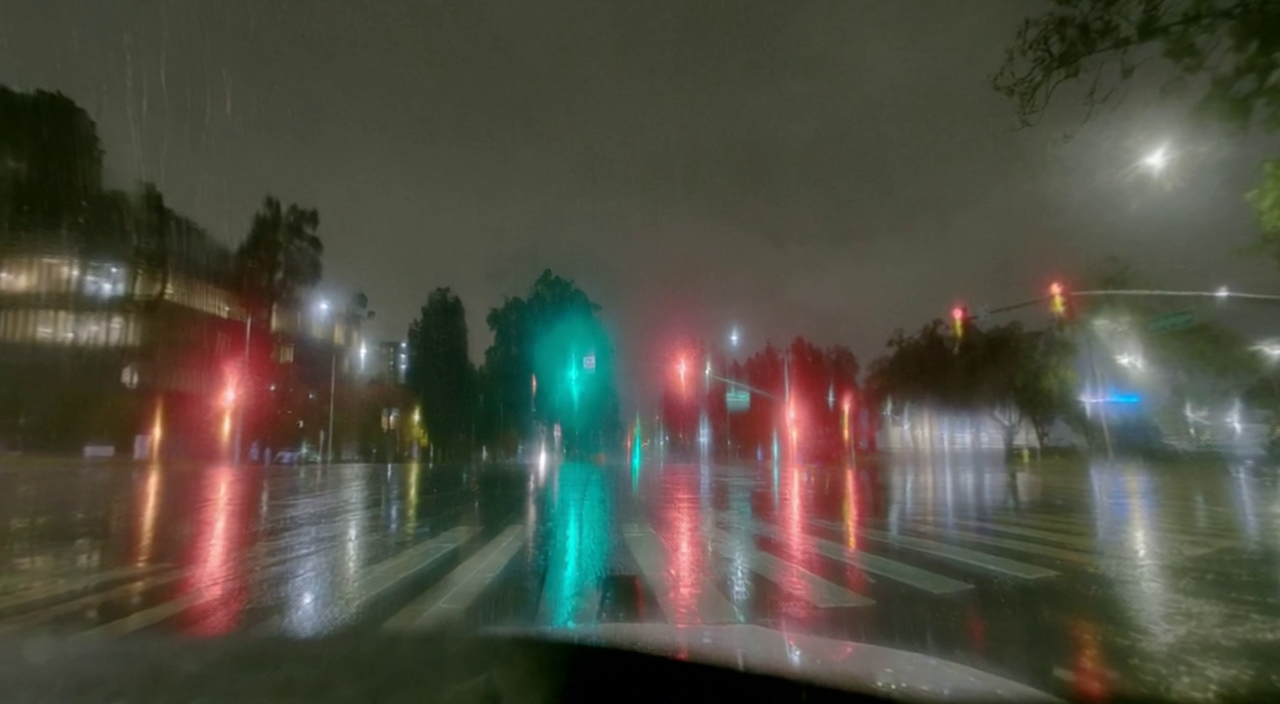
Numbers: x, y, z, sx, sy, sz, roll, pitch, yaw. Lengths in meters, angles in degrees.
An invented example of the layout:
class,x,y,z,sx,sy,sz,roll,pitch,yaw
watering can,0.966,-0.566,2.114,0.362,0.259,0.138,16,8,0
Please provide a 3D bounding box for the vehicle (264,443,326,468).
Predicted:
class,x,y,z,sx,sy,sz,roll,pitch,yaw
vehicle,-21.834,6.557,40.149,2.005,1.496,4.020,1,-9,-6

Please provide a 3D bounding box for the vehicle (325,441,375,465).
class,x,y,z,sx,sy,sz,roll,pitch,yaw
vehicle,-22.444,7.801,49.044,2.023,1.706,4.756,1,-9,-6
